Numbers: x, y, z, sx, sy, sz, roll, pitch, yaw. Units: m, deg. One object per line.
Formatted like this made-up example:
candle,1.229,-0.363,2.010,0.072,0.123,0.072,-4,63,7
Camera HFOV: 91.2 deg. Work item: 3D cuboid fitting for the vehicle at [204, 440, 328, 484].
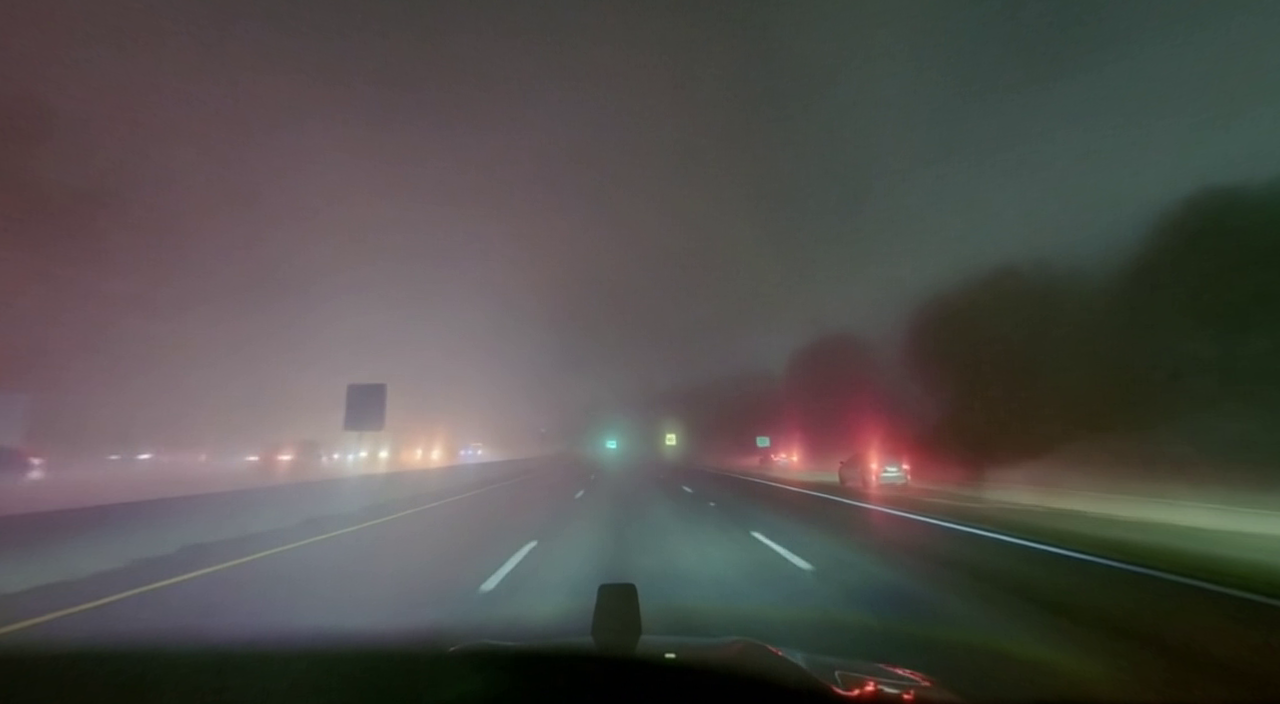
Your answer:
vehicle,-14.700,4.355,25.050,1.946,1.539,5.095,0,-9,-2

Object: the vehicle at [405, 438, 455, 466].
vehicle,-16.186,7.745,48.680,2.201,2.054,5.510,0,-9,-3

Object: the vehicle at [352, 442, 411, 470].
vehicle,-15.456,6.217,37.719,1.865,1.563,4.196,0,-9,-1

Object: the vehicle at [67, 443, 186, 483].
vehicle,-21.030,4.543,25.875,1.778,1.500,3.764,0,-9,-2
